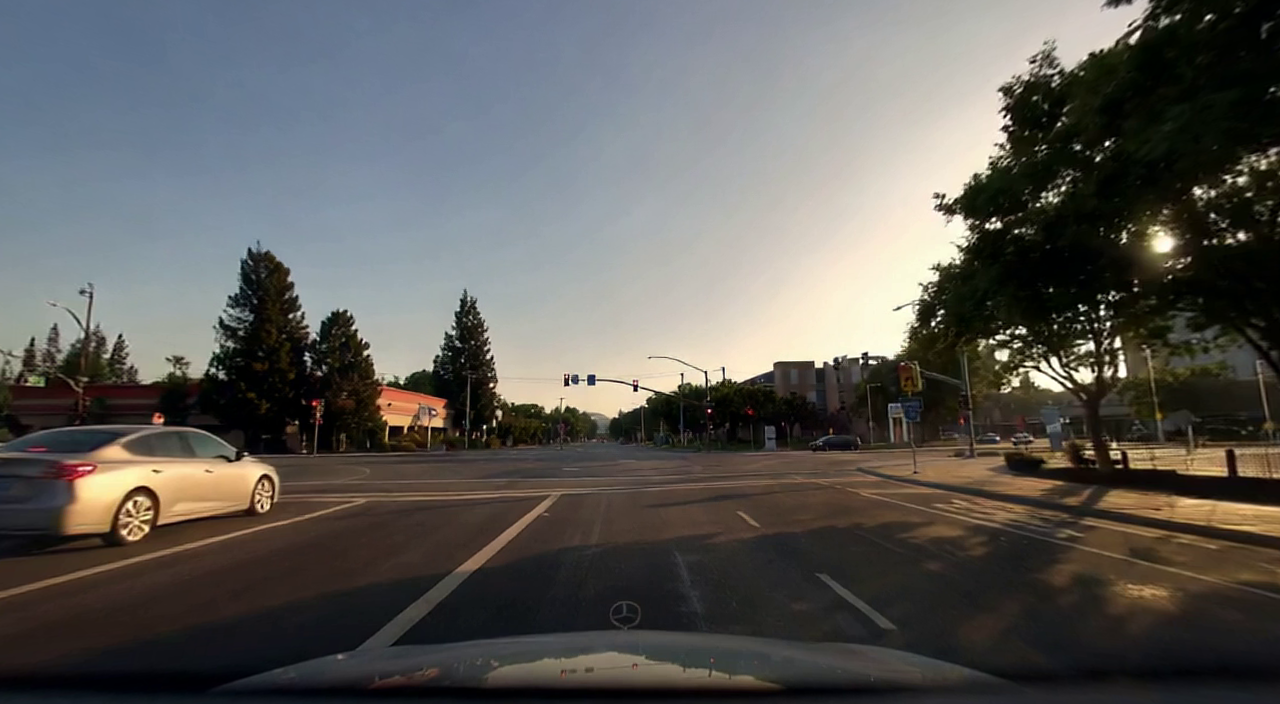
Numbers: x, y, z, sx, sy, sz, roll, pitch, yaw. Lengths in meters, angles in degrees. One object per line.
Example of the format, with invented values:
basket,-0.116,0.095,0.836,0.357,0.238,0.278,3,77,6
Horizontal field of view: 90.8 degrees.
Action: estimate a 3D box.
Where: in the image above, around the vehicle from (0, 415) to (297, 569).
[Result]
vehicle,-7.190,1.762,8.820,1.904,1.497,5.154,0,-9,0
